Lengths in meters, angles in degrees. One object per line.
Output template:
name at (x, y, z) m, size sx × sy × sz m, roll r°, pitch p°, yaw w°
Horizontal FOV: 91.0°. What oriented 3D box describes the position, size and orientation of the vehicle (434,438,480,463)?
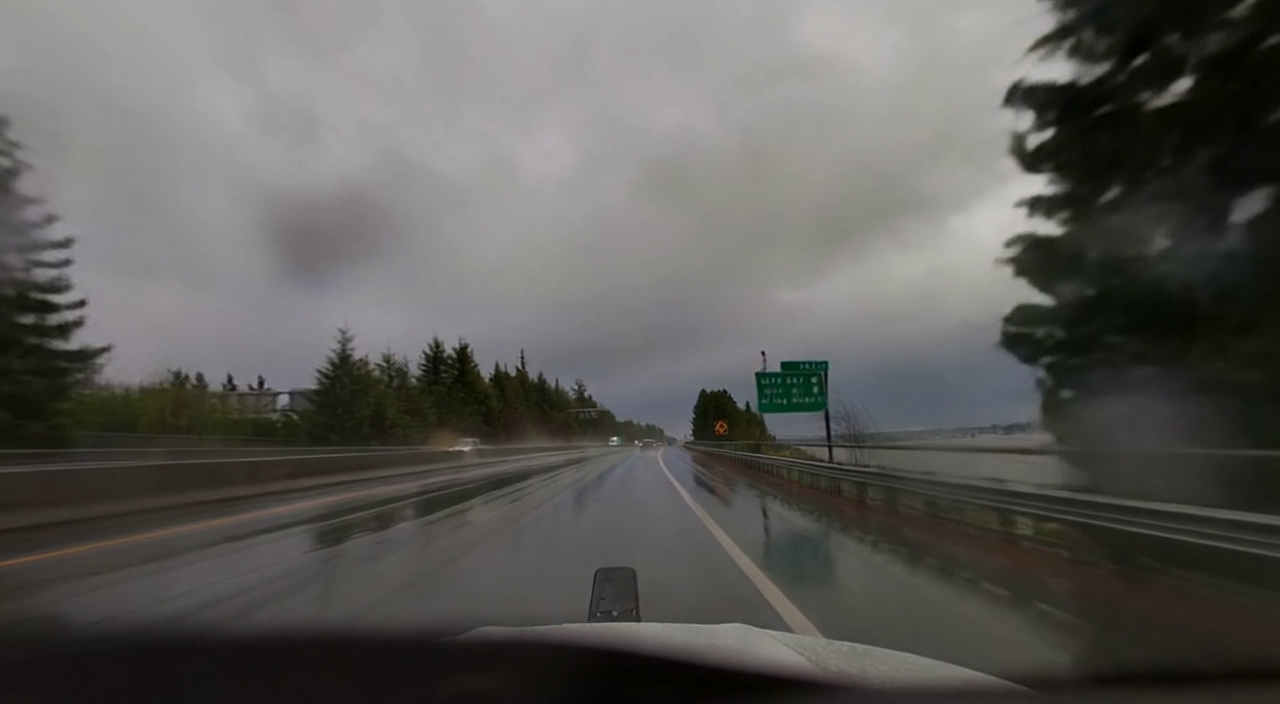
vehicle at (-13.931, 7.527, 48.187) m, size 2.097 × 1.750 × 4.773 m, roll 0°, pitch -8°, yaw 0°
